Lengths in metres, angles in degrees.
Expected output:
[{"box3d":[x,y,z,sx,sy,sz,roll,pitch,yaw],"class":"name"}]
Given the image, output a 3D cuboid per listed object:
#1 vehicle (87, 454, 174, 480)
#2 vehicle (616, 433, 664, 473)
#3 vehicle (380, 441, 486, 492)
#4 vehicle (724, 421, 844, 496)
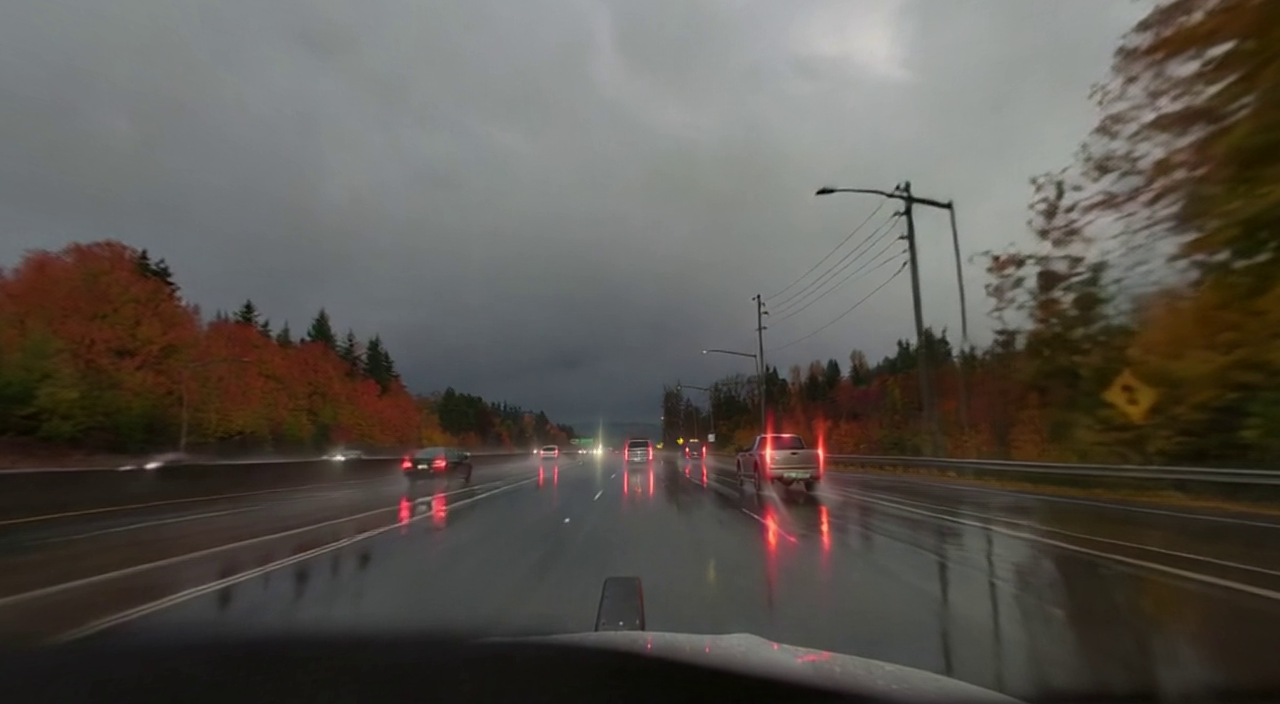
[{"box3d":[-33.284,7.484,41.295,1.831,1.534,4.613,0,-9,0],"class":"vehicle"},{"box3d":[0.032,5.402,33.745,2.372,1.957,5.121,0,-9,1],"class":"vehicle"},{"box3d":[-6.884,3.835,21.523,2.014,1.526,4.577,0,-9,1],"class":"vehicle"},{"box3d":[4.239,3.285,19.763,2.388,1.998,5.749,0,-9,0],"class":"vehicle"}]
